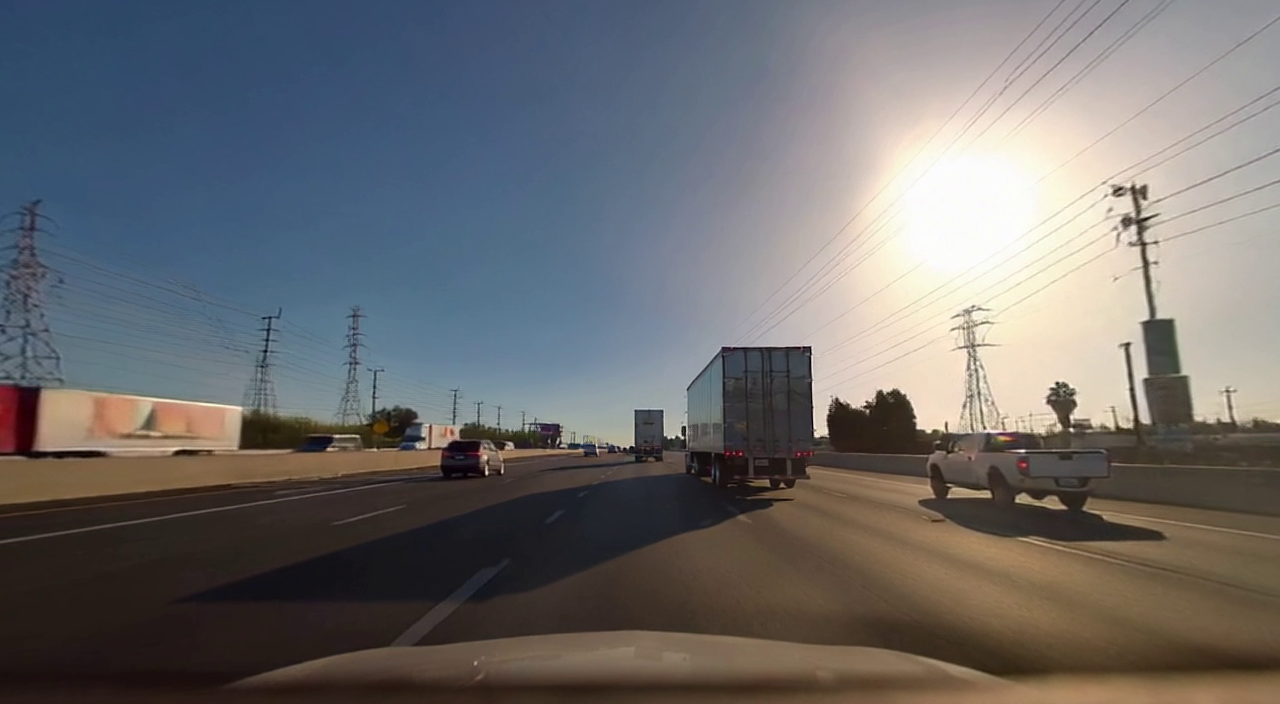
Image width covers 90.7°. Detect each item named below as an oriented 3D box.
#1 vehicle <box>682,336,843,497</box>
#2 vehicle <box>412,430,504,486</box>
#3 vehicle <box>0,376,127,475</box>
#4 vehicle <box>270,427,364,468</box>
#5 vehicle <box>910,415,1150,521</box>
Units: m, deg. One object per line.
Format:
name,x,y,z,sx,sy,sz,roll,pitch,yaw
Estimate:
vehicle,3.669,2.867,24.606,2.892,4.152,16.575,0,-9,0
vehicle,-6.611,3.927,23.614,2.004,1.846,4.739,0,-9,0
vehicle,-27.553,3.230,27.401,2.998,3.998,8.850,0,-9,1
vehicle,-16.665,4.981,32.969,2.315,1.940,4.685,0,-9,1
vehicle,7.839,2.376,13.440,2.115,1.844,4.522,0,-9,-1
